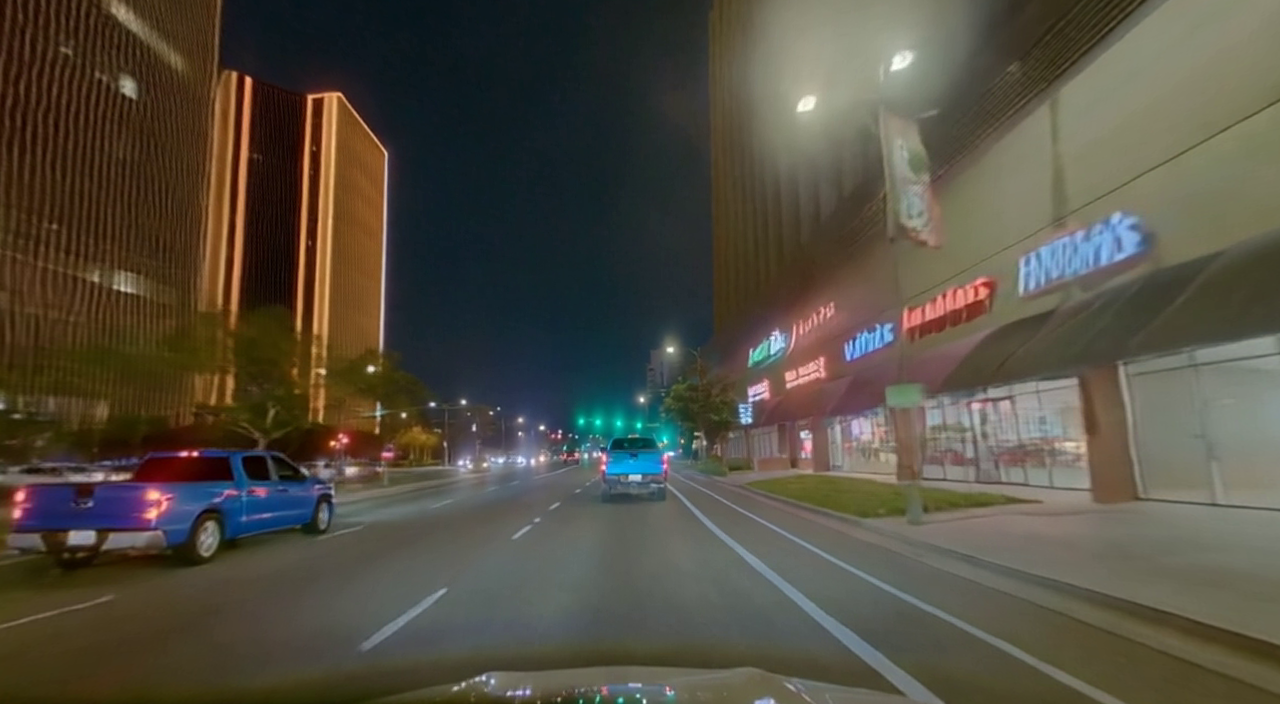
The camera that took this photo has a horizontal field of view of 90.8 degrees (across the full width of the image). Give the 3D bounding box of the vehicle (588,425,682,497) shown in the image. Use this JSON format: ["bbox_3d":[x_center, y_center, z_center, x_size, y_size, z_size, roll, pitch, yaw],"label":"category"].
[{"bbox_3d":[-0.216,3.464,20.483,2.590,1.932,5.776,-1,-9,-1],"label":"vehicle"}]

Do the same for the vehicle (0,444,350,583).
[{"bbox_3d":[-6.140,2.053,8.973,1.888,1.424,4.553,-1,-9,0],"label":"vehicle"}]
